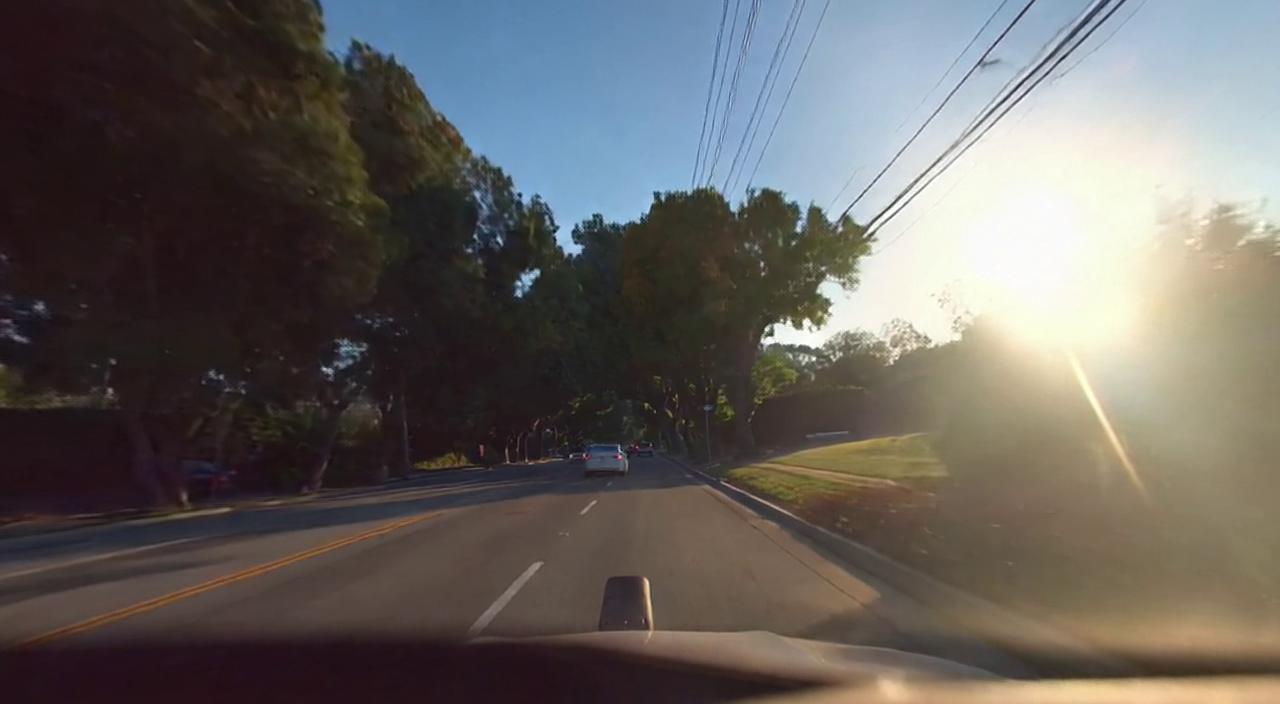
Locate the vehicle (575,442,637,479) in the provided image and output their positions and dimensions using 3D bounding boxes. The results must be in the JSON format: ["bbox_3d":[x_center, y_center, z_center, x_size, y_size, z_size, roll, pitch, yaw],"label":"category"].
[{"bbox_3d":[-1.361,4.624,27.059,2.153,1.461,4.374,-1,-9,3],"label":"vehicle"}]

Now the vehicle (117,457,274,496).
[{"bbox_3d":[-18.053,5.070,25.781,4.916,1.474,2.008,0,-9,1],"label":"vehicle"}]
